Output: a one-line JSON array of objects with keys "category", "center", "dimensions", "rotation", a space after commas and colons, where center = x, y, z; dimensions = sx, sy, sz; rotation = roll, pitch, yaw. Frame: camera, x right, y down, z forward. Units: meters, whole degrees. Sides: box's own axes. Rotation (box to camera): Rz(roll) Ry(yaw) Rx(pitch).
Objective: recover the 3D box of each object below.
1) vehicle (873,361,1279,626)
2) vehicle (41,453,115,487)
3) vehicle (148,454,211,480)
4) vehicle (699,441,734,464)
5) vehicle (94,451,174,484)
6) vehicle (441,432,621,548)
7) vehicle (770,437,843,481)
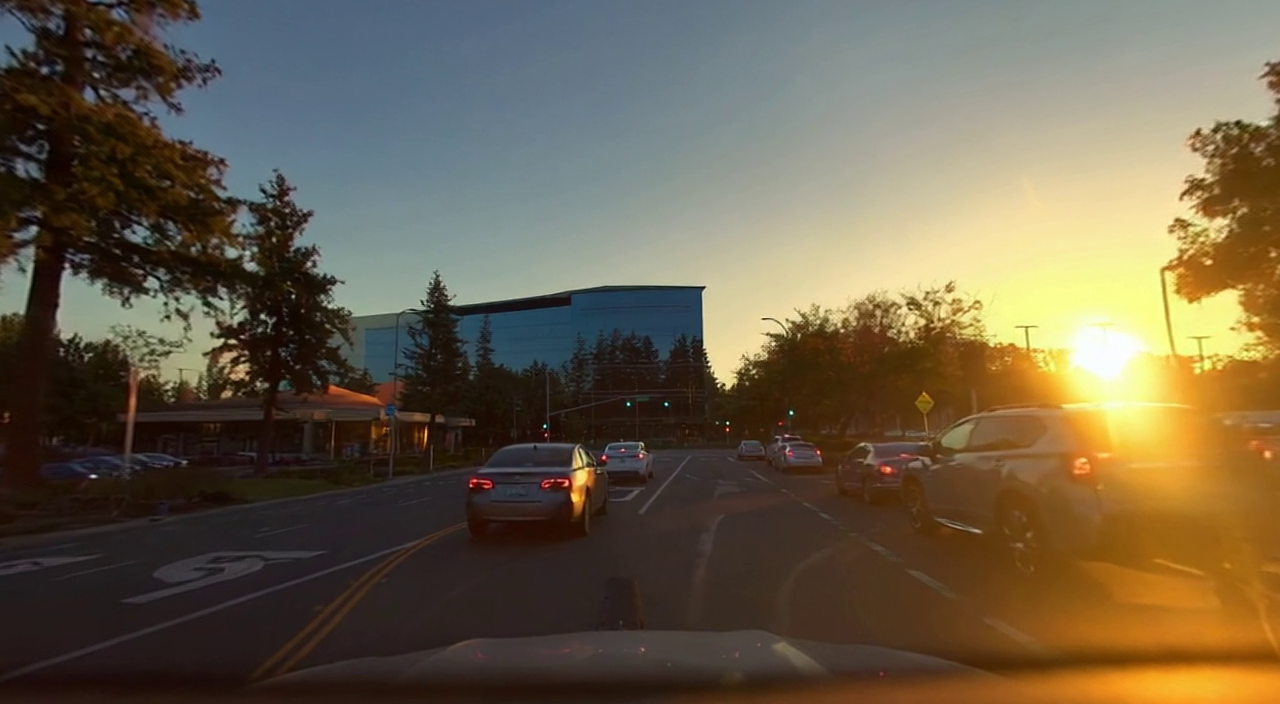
[{"category": "vehicle", "center": [4.787, 1.427, 7.444], "dimensions": [2.324, 1.907, 5.634], "rotation": [-1, -8, 5]}, {"category": "vehicle", "center": [-27.622, 5.752, 31.036], "dimensions": [3.865, 1.499, 1.804], "rotation": [-6, -10, 36]}, {"category": "vehicle", "center": [-26.595, 6.607, 36.484], "dimensions": [3.527, 1.390, 1.681], "rotation": [-6, -10, 33]}, {"category": "vehicle", "center": [5.029, 6.647, 41.908], "dimensions": [2.095, 1.473, 4.301], "rotation": [-1, -8, 5]}, {"category": "vehicle", "center": [-27.172, 6.159, 33.918], "dimensions": [4.127, 1.583, 1.978], "rotation": [-5, -10, 32]}, {"category": "vehicle", "center": [-1.512, 2.128, 10.515], "dimensions": [1.968, 1.497, 4.286], "rotation": [-1, -8, 4]}, {"category": "vehicle", "center": [6.151, 3.988, 23.862], "dimensions": [1.910, 1.493, 4.490], "rotation": [-1, -8, 5]}]
